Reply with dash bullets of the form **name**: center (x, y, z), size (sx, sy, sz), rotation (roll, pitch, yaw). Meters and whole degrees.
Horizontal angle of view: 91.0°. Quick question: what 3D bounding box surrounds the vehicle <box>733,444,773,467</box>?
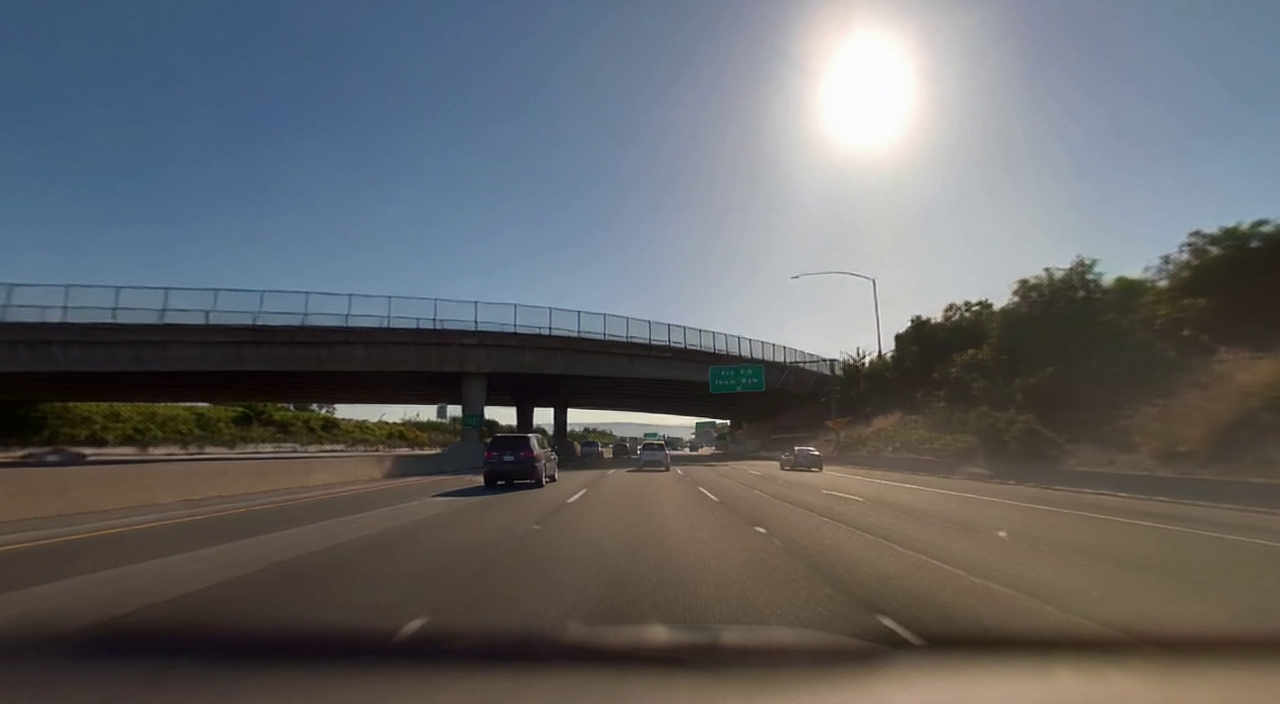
- **vehicle**: center (7.884, 7.251, 44.257), size (2.005, 1.456, 4.287), rotation (0, -9, 0)

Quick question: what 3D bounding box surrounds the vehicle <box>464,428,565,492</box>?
- **vehicle**: center (-3.762, 3.347, 19.723), size (2.142, 1.759, 4.297), rotation (0, -9, 2)

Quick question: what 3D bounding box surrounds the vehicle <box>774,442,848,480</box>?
- **vehicle**: center (7.261, 4.675, 27.181), size (1.936, 1.480, 4.373), rotation (0, -9, 0)

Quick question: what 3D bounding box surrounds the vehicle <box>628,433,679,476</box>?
- **vehicle**: center (0.667, 4.914, 30.390), size (2.270, 1.862, 4.949), rotation (0, -9, 1)

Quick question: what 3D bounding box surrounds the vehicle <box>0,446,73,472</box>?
- **vehicle**: center (-38.365, 6.575, 38.889), size (1.897, 1.528, 4.789), rotation (-1, -9, 5)
